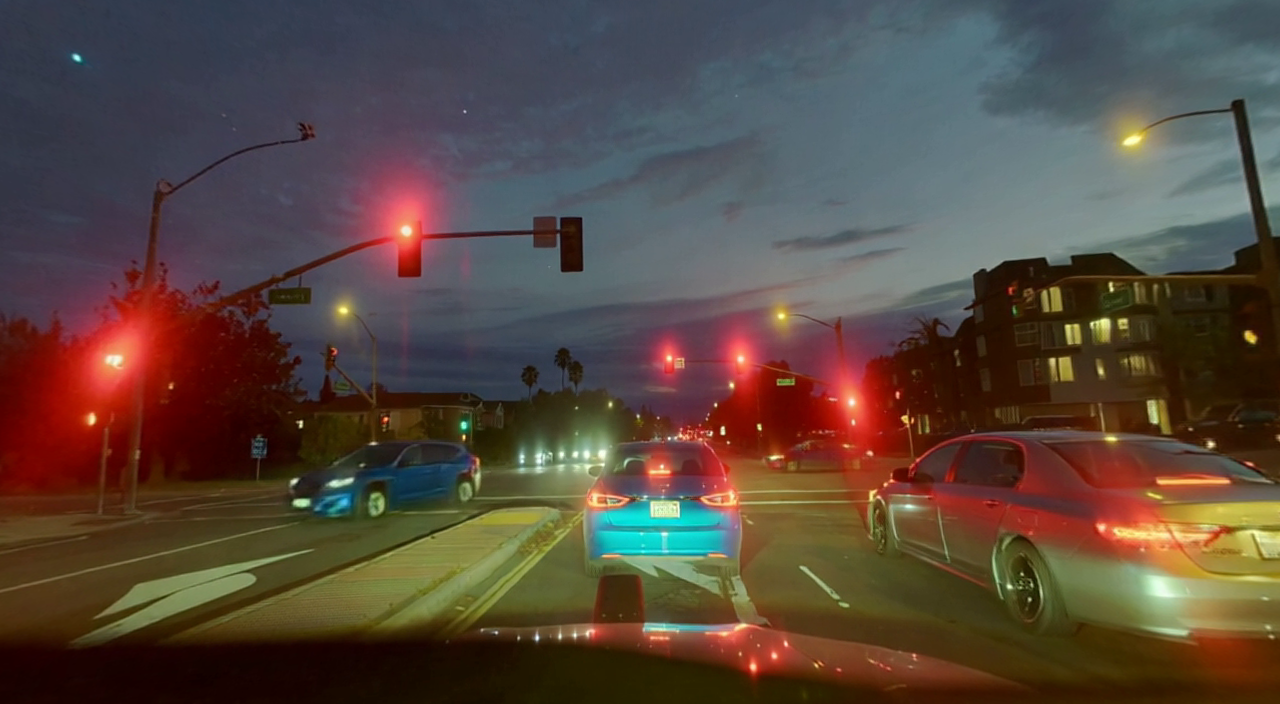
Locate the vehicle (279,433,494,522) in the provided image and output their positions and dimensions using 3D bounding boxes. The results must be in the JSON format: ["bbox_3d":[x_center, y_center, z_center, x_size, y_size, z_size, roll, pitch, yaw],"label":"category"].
[{"bbox_3d":[-5.606,2.806,14.767,1.996,1.705,4.577,-4,-9,21],"label":"vehicle"}]

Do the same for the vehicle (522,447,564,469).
[{"bbox_3d":[-6.904,7.582,45.318,2.093,1.476,4.278,-1,-9,4],"label":"vehicle"}]

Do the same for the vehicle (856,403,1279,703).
[{"bbox_3d":[3.664,1.343,5.445,1.888,1.486,4.681,0,-9,-1],"label":"vehicle"}]

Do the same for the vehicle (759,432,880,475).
[{"bbox_3d":[8.007,4.498,28.282,4.789,1.799,1.988,2,-9,-17],"label":"vehicle"}]

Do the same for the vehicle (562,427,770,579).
[{"bbox_3d":[0.304,1.818,8.333,2.090,1.505,3.756,-1,-9,1],"label":"vehicle"}]
